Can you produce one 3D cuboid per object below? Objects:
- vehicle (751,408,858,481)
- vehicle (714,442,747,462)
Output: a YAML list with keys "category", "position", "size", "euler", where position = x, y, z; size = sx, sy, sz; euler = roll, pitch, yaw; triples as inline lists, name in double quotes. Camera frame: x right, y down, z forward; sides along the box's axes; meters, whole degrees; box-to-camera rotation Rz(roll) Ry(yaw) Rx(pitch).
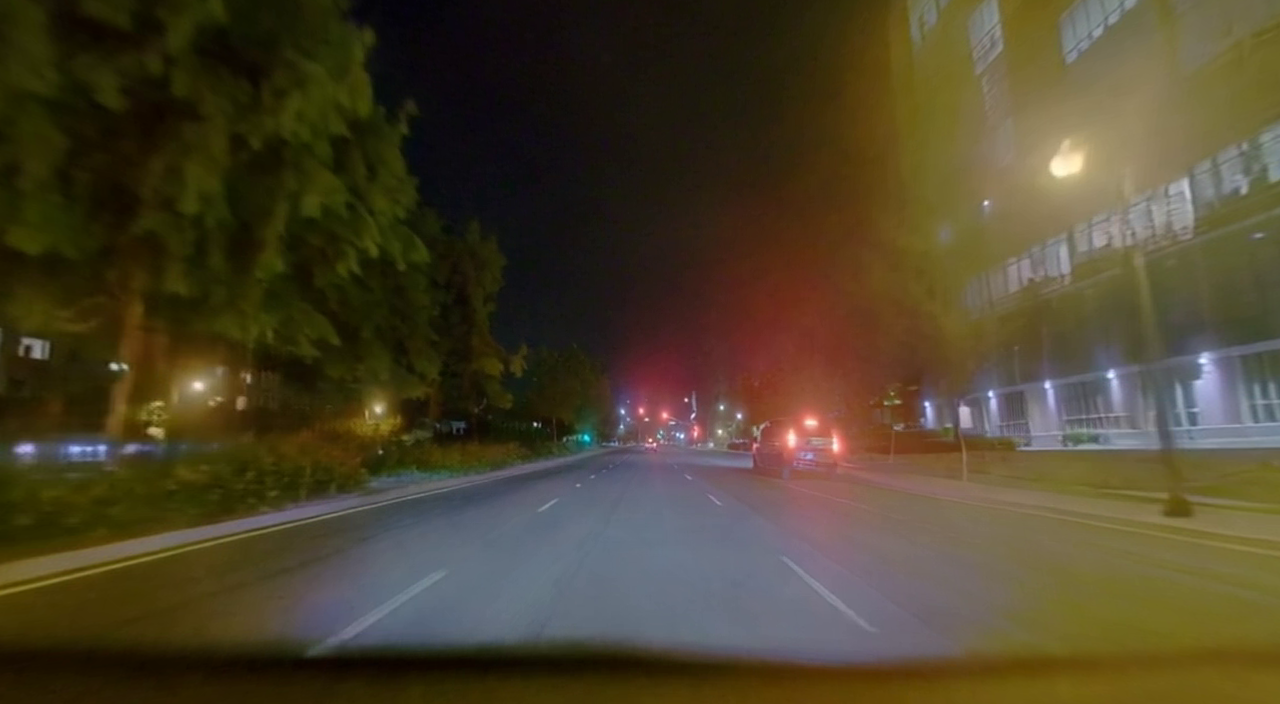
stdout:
- category: "vehicle"
  position: [6.452, 3.779, 25.791]
  size: [2.762, 2.607, 6.182]
  euler: [0, -8, 1]
- category: "vehicle"
  position: [7.030, 7.862, 49.501]
  size: [1.847, 1.472, 4.846]
  euler: [0, -8, 0]
